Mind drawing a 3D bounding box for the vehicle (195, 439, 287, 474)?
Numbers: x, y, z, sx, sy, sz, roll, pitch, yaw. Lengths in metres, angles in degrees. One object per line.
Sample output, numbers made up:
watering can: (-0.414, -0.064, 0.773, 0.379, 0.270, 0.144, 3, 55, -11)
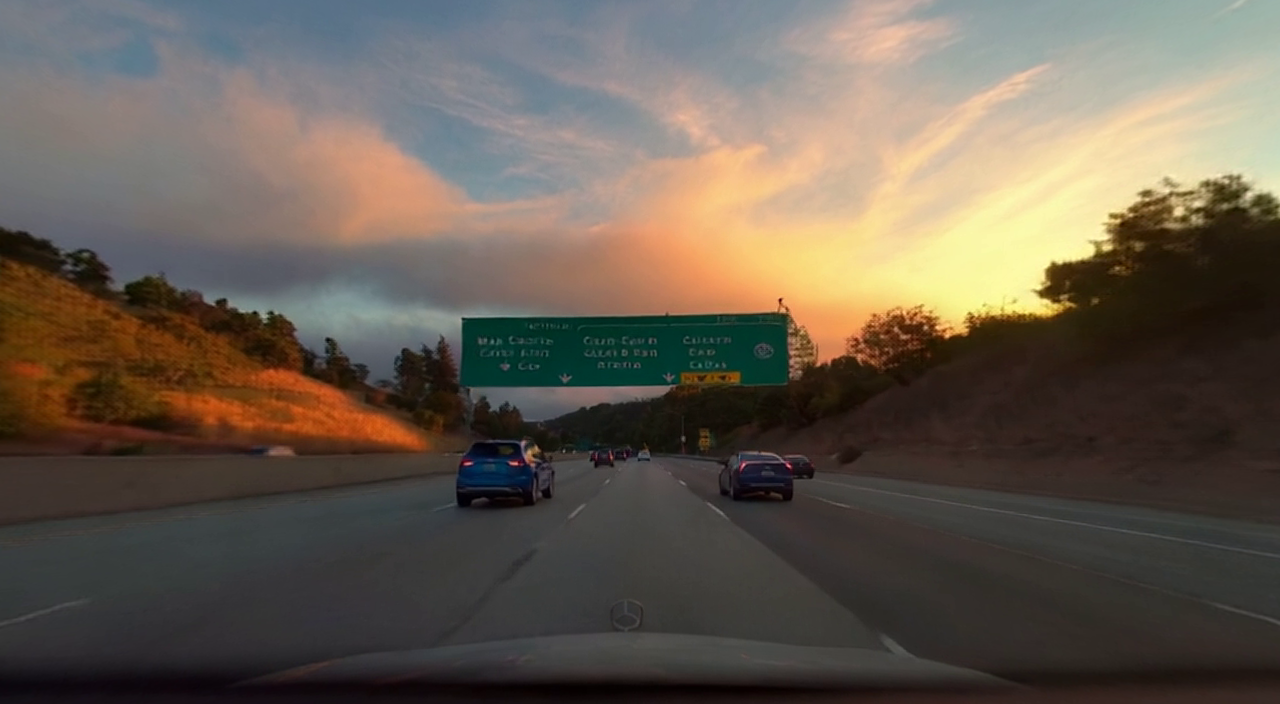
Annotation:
vehicle: (-21.503, 5.657, 34.219, 1.978, 1.716, 4.532, 0, -9, 0)

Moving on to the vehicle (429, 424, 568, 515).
vehicle: (-3.029, 2.651, 14.623, 2.137, 1.756, 4.453, 0, -9, 1)

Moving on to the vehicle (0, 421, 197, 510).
vehicle: (-11.836, 2.308, 13.215, 1.902, 1.539, 4.310, 0, -9, 0)

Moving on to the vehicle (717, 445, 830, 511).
vehicle: (3.330, 3.215, 16.589, 1.979, 1.486, 4.125, 0, -9, -1)
